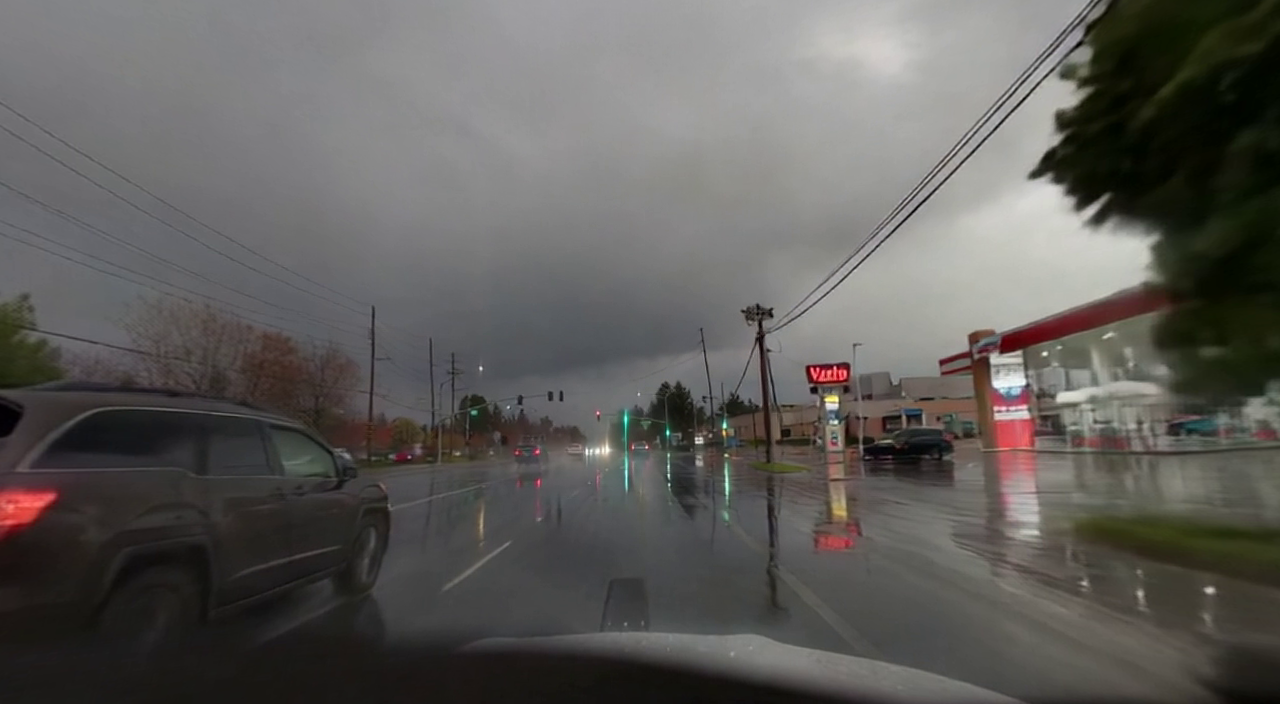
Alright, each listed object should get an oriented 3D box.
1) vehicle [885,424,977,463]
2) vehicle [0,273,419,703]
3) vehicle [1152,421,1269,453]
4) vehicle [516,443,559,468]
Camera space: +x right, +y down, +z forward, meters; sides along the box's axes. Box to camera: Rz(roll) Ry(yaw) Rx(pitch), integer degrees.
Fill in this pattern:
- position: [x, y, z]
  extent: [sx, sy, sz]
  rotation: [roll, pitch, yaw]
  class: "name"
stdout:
- position: [16.108, 5.131, 35.295]
  extent: [2.178, 1.911, 5.852]
  rotation: [-1, -8, -2]
  class: "vehicle"
- position: [-3.163, 0.883, 3.458]
  extent: [2.190, 1.844, 4.751]
  rotation: [0, -8, 0]
  class: "vehicle"
- position: [31.097, 4.706, 34.441]
  extent: [1.883, 1.605, 4.459]
  rotation: [8, -13, -44]
  class: "vehicle"
- position: [-6.537, 6.636, 40.544]
  extent: [1.960, 1.468, 4.345]
  rotation: [0, -8, 1]
  class: "vehicle"
